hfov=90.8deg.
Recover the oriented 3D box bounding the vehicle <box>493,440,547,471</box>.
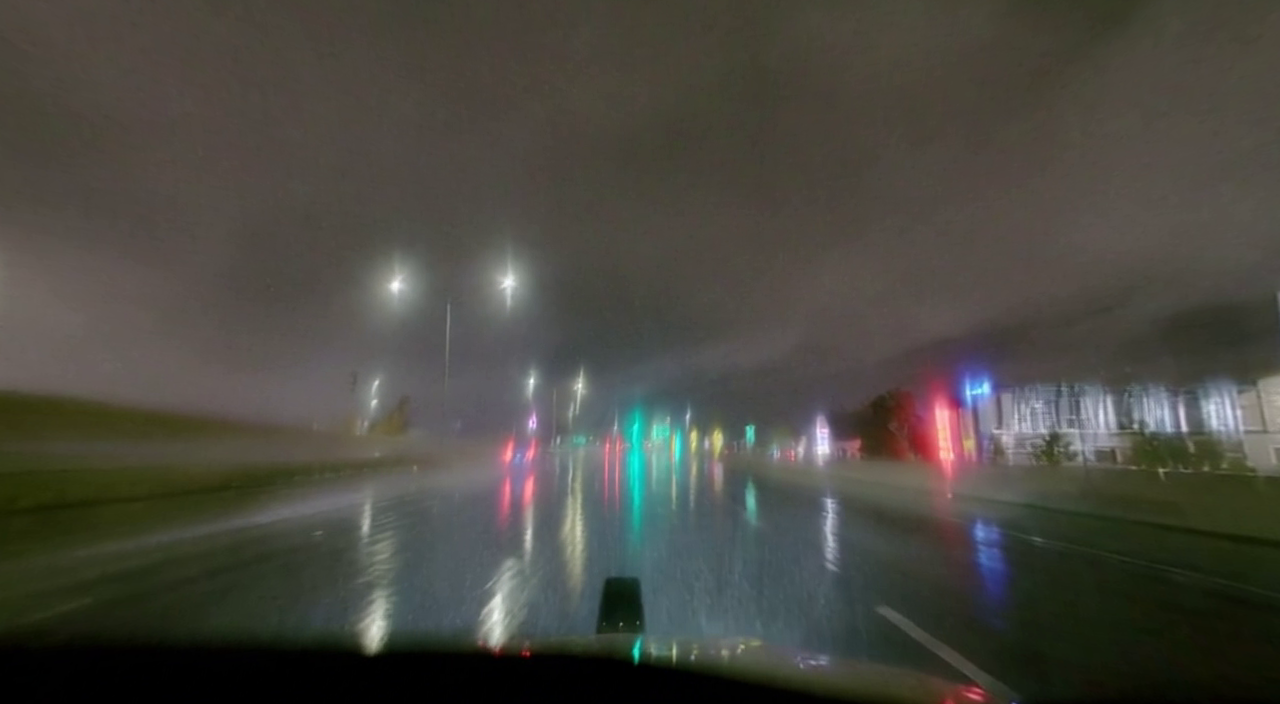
[{"bbox_3d":[-6.229,5.422,33.308,1.990,1.529,4.288,0,-8,0],"label":"vehicle"}]
